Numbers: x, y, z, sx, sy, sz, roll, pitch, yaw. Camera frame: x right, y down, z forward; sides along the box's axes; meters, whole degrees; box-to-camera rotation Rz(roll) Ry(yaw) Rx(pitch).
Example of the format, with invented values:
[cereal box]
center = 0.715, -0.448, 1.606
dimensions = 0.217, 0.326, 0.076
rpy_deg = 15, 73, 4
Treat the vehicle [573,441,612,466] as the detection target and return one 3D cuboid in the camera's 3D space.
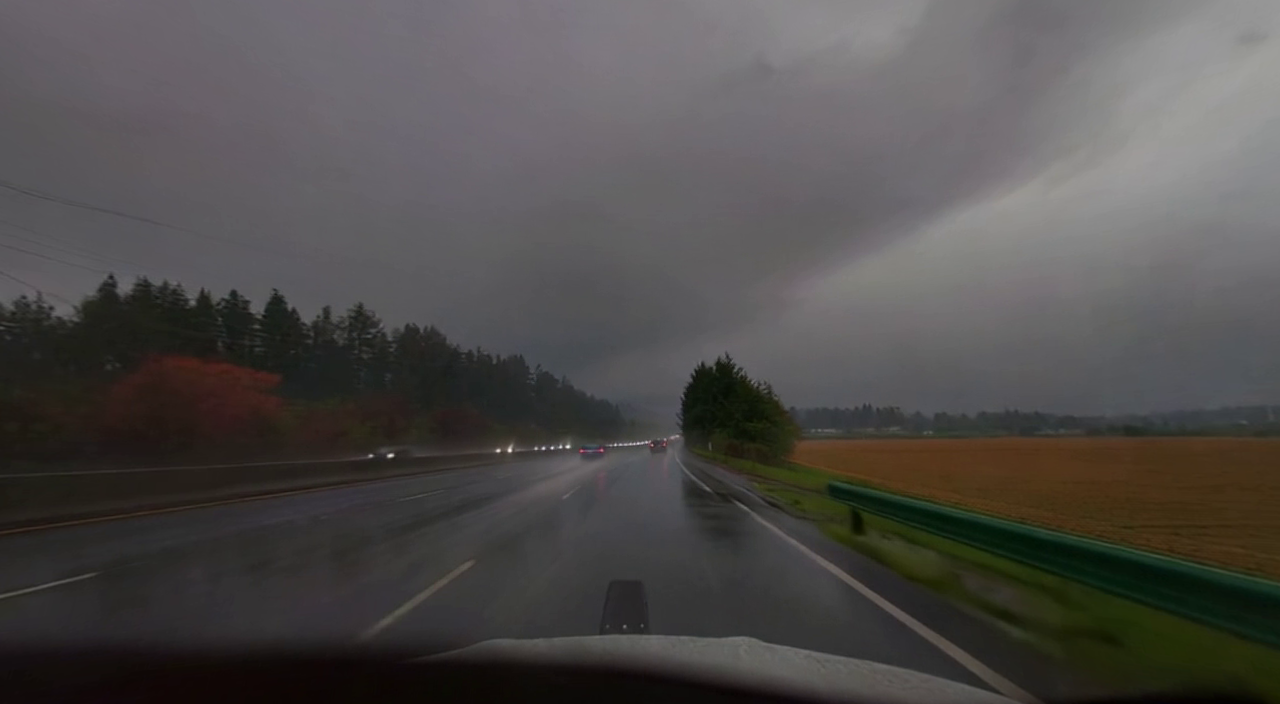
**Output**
[vehicle]
center = -2.939, 6.388, 39.828
dimensions = 2.021, 1.515, 4.453
rpy_deg = 0, -8, 2
